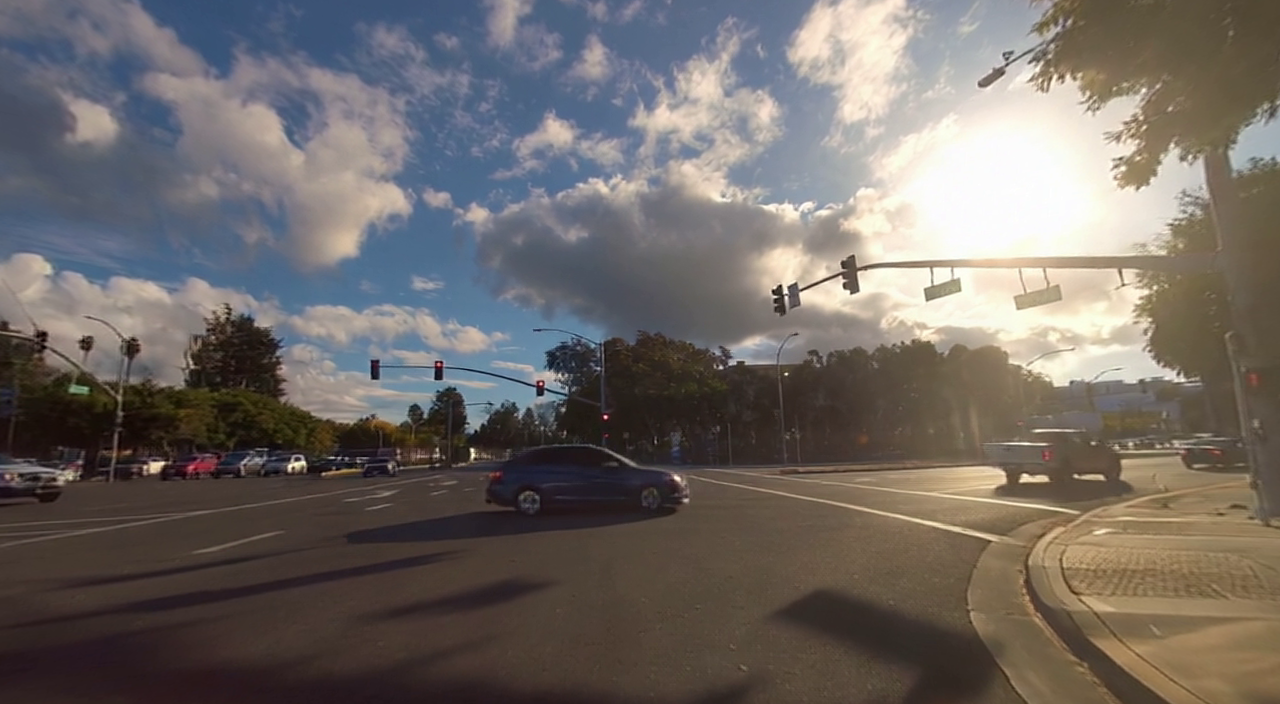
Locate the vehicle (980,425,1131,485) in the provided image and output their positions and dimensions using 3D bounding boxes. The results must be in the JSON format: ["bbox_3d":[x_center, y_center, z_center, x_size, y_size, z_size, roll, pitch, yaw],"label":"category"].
[{"bbox_3d":[15.316,3.742,23.175,5.896,1.937,2.358,5,-10,-33],"label":"vehicle"}]

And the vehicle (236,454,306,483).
[{"bbox_3d":[-22.235,7.008,38.306,2.020,1.615,4.656,1,-9,-9],"label":"vehicle"}]

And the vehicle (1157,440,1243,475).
[{"bbox_3d":[26.135,4.883,29.446,4.728,1.471,1.957,6,-11,-37],"label":"vehicle"}]

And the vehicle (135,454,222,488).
[{"bbox_3d":[-25.651,6.584,35.343,2.081,1.670,4.376,1,-9,-9],"label":"vehicle"}]

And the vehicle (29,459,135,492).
[{"bbox_3d":[-29.049,6.415,33.137,1.965,1.448,4.553,1,-9,-10],"label":"vehicle"}]

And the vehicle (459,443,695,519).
[{"bbox_3d":[-1.282,2.732,13.713,4.702,1.468,1.999,0,-9,-3],"label":"vehicle"}]
